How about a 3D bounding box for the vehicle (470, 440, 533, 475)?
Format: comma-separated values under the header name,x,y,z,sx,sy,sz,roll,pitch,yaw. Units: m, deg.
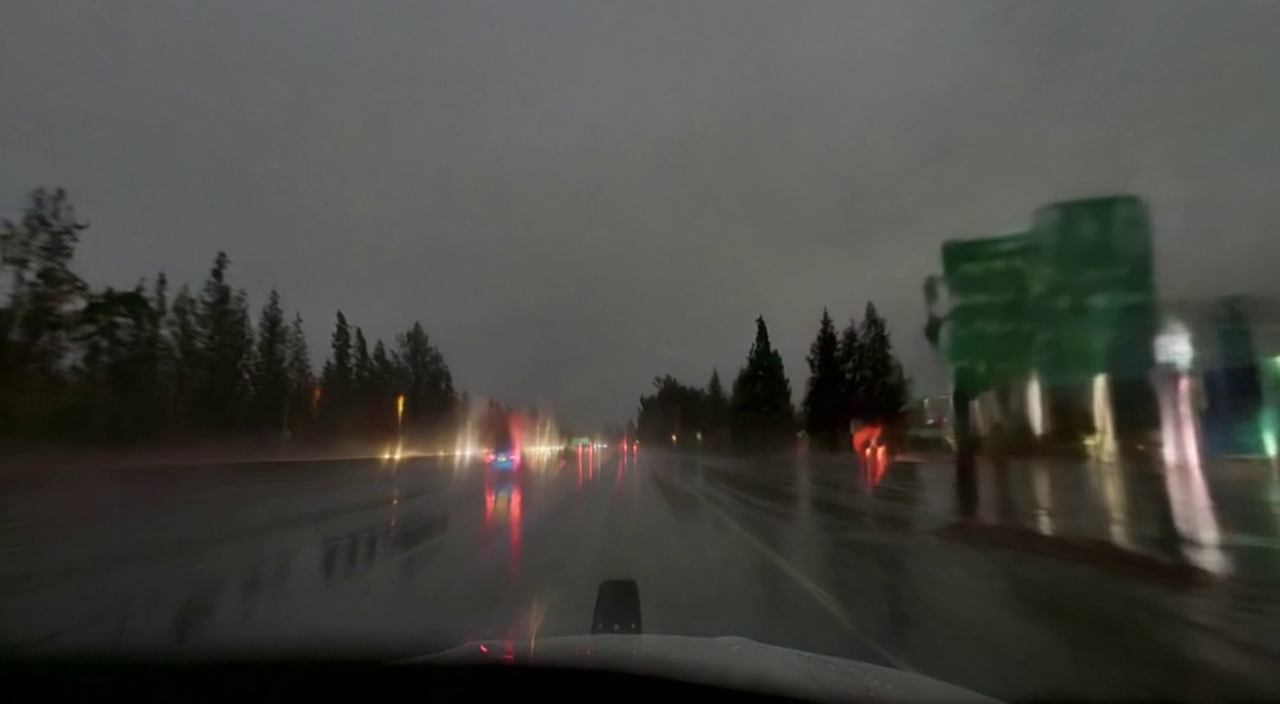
name,x,y,z,sx,sy,sz,roll,pitch,yaw
vehicle,-6.839,5.239,31.685,2.016,1.606,4.806,0,-8,1
